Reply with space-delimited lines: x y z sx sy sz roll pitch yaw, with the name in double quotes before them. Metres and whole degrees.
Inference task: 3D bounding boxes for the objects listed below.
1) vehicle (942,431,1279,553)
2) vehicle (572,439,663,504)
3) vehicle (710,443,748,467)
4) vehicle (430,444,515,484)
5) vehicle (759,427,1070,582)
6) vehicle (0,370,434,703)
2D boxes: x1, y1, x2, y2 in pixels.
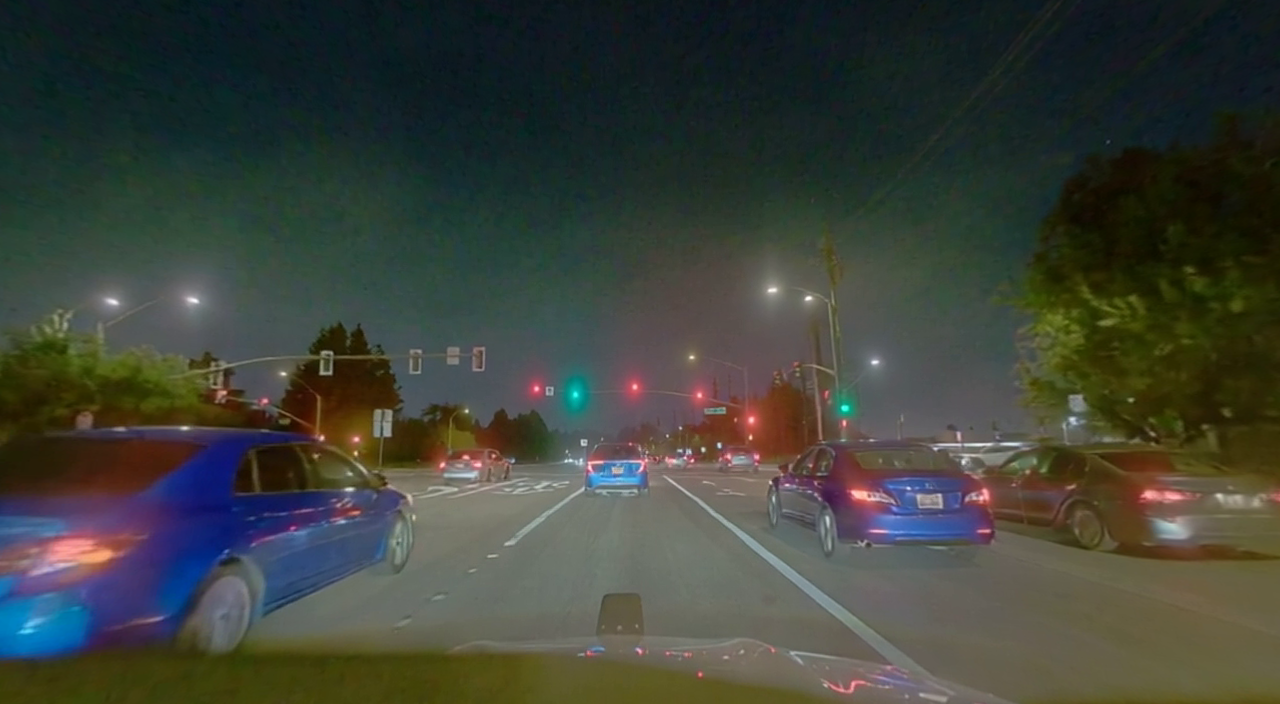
"vehicle" 6.875 2.011 9.925 2.004 1.455 4.417 0 -8 -1
"vehicle" -0.536 3.016 16.495 2.065 1.464 4.216 0 -8 0
"vehicle" 6.762 7.898 48.723 2.113 1.789 4.622 0 -8 -2
"vehicle" -6.800 4.586 26.322 2.032 1.448 5.500 0 -8 0
"vehicle" 3.121 1.808 8.479 2.053 1.490 4.464 0 -8 -2
"vehicle" -3.286 1.177 4.597 2.073 1.606 4.364 0 -8 0
